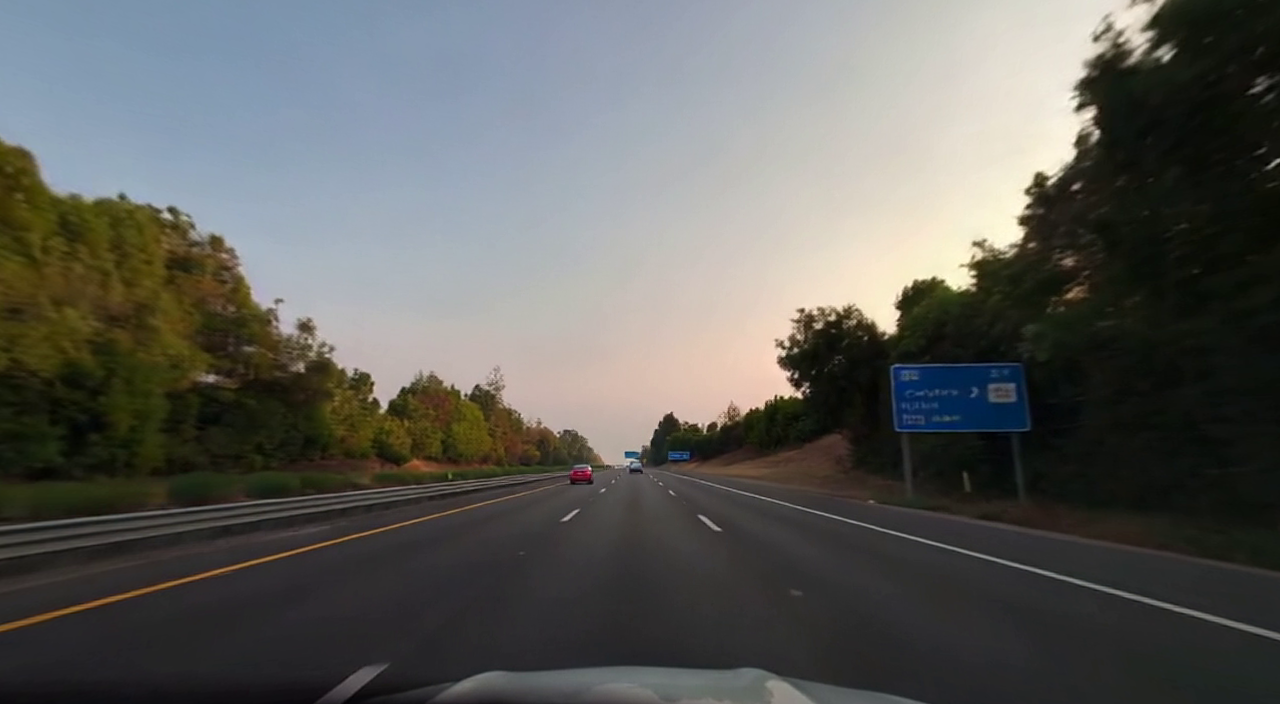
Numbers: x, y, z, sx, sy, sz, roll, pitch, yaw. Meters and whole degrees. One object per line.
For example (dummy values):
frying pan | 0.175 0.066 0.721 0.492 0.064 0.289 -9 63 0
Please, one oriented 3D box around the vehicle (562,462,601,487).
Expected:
vehicle | -3.821 8.067 41.689 2.143 1.516 4.552 1 -10 0
